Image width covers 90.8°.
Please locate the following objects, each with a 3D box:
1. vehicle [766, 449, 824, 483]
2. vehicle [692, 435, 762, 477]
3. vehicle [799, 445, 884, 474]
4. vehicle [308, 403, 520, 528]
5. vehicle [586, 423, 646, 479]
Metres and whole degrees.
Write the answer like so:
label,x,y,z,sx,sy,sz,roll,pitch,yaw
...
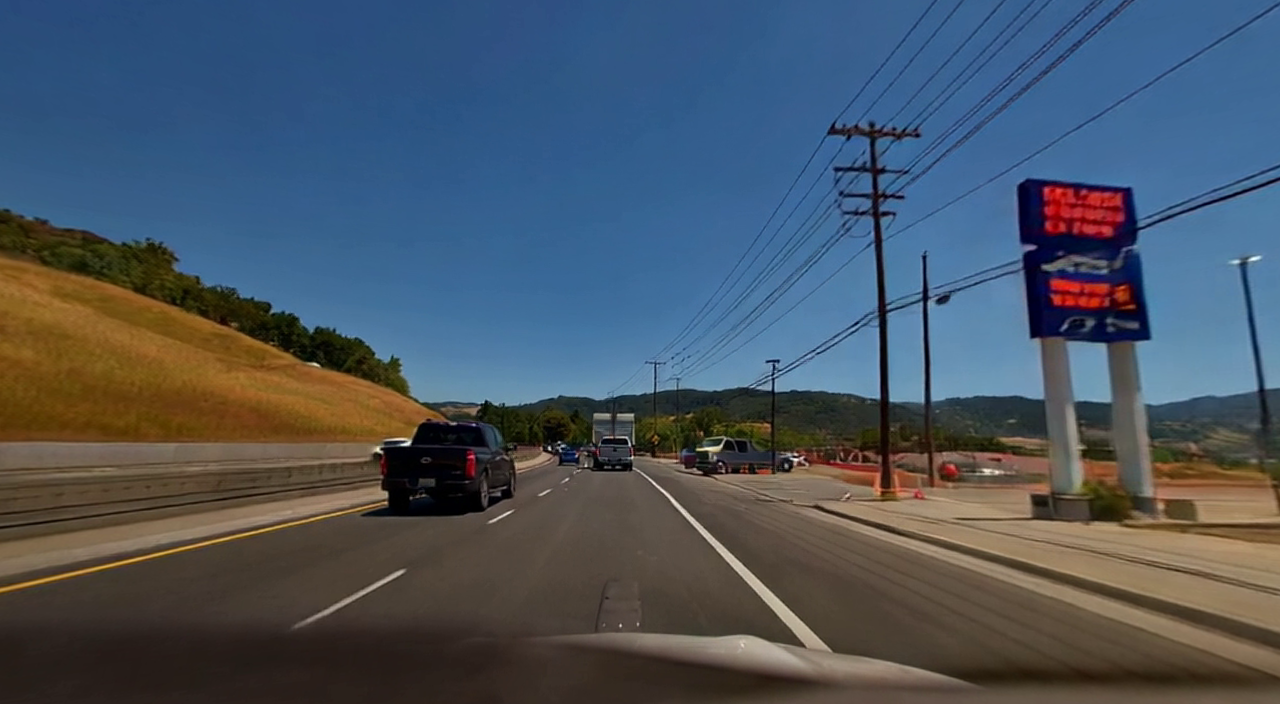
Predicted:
label,x,y,z,sx,sy,sz,roll,pitch,yaw
vehicle,8.367,6.148,34.388,1.933,1.480,4.249,2,-7,-2
vehicle,4.906,6.012,36.880,2.706,2.199,6.527,1,-9,-4
vehicle,15.276,8.118,48.166,2.193,2.034,5.805,7,-11,-40
vehicle,-4.193,2.257,13.129,2.345,2.012,5.693,0,-8,-1
vehicle,-1.137,4.524,29.053,2.486,2.280,5.291,0,-8,-3
